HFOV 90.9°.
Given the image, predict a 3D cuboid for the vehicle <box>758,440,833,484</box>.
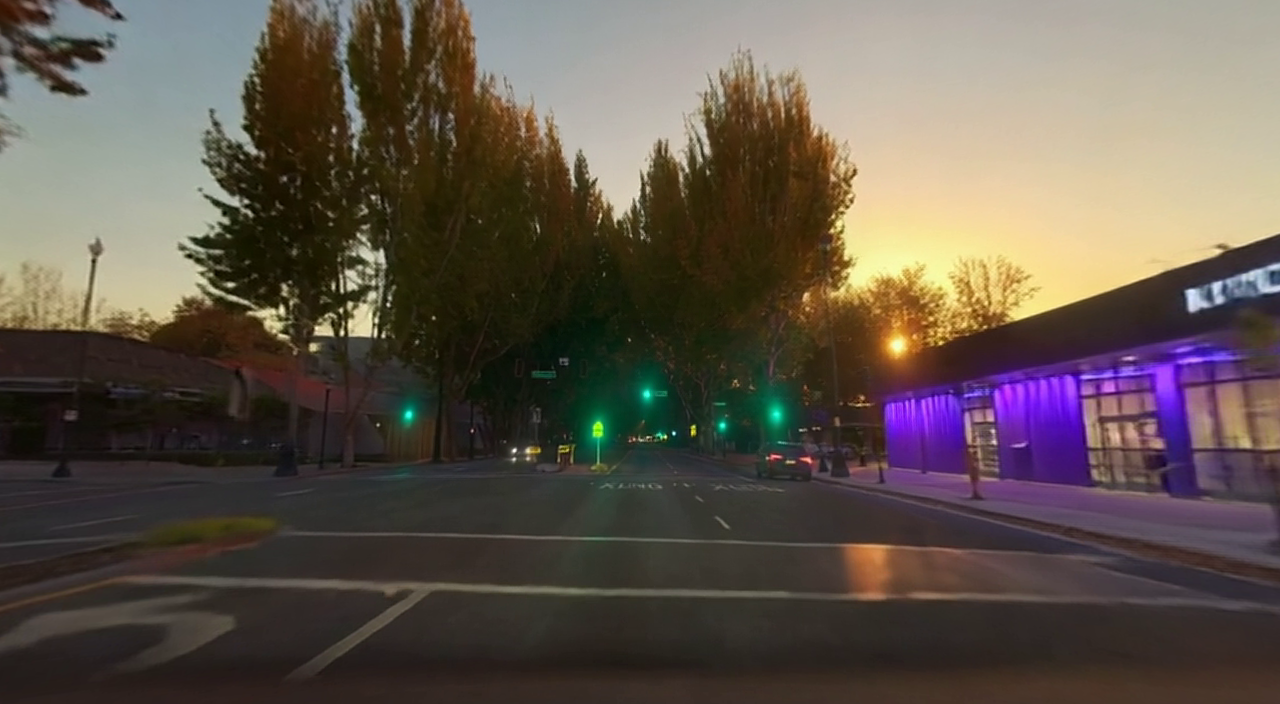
[{"bbox_3d":[6.235,4.435,25.747,1.906,1.523,4.336,4,-8,0],"label":"vehicle"}]
